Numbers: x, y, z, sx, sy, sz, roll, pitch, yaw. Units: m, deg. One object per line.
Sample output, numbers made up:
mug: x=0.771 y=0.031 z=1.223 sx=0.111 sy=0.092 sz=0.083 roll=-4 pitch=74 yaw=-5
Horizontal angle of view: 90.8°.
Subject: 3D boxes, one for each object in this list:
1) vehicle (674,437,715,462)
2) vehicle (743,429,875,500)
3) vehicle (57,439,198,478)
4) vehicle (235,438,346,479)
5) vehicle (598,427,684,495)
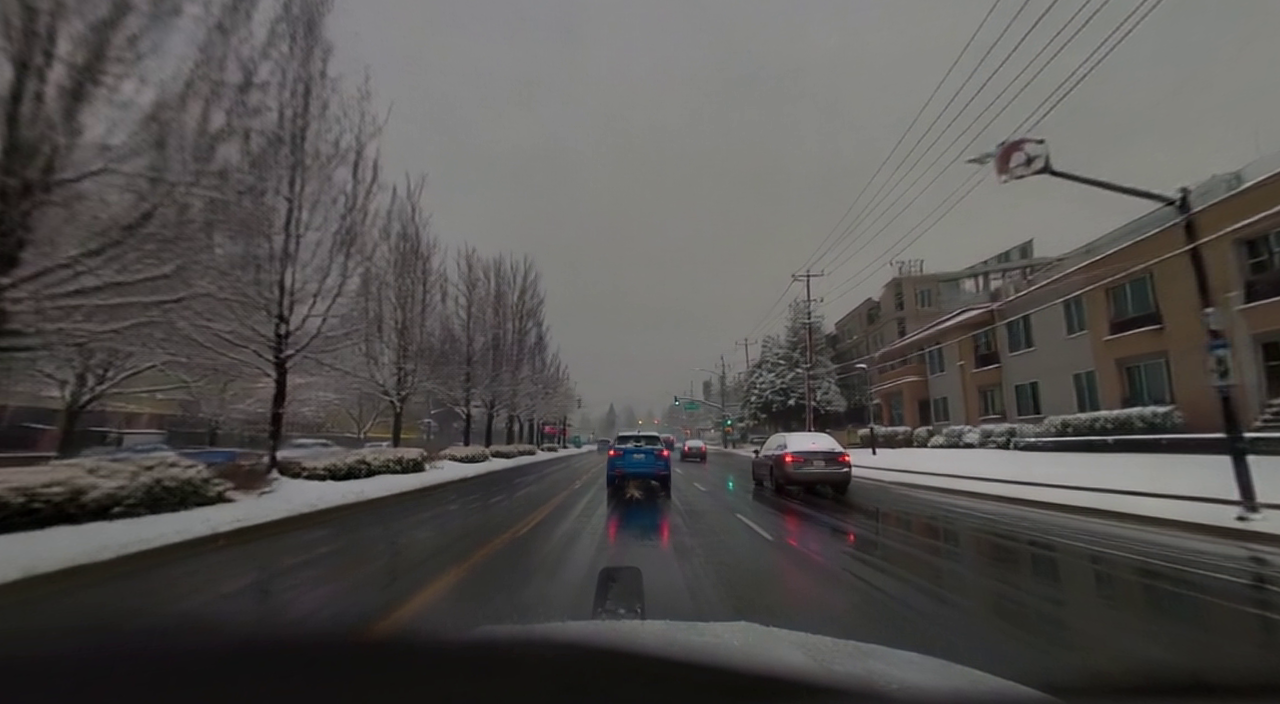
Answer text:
vehicle: x=3.368 y=6.157 z=39.924 sx=2.054 sy=1.461 sz=4.321 roll=0 pitch=-8 yaw=-2
vehicle: x=4.069 y=2.782 z=16.075 sx=2.086 sy=1.534 sz=4.351 roll=0 pitch=-8 yaw=-1
vehicle: x=-21.610 y=4.483 z=26.947 sx=2.026 sy=1.496 sz=4.680 roll=0 pitch=-8 yaw=1
vehicle: x=-13.837 y=4.210 z=25.375 sx=2.031 sy=1.490 sz=4.284 roll=0 pitch=-8 yaw=0
vehicle: x=-0.015 y=2.900 z=17.153 sx=2.073 sy=1.606 sz=3.933 roll=0 pitch=-8 yaw=-1
